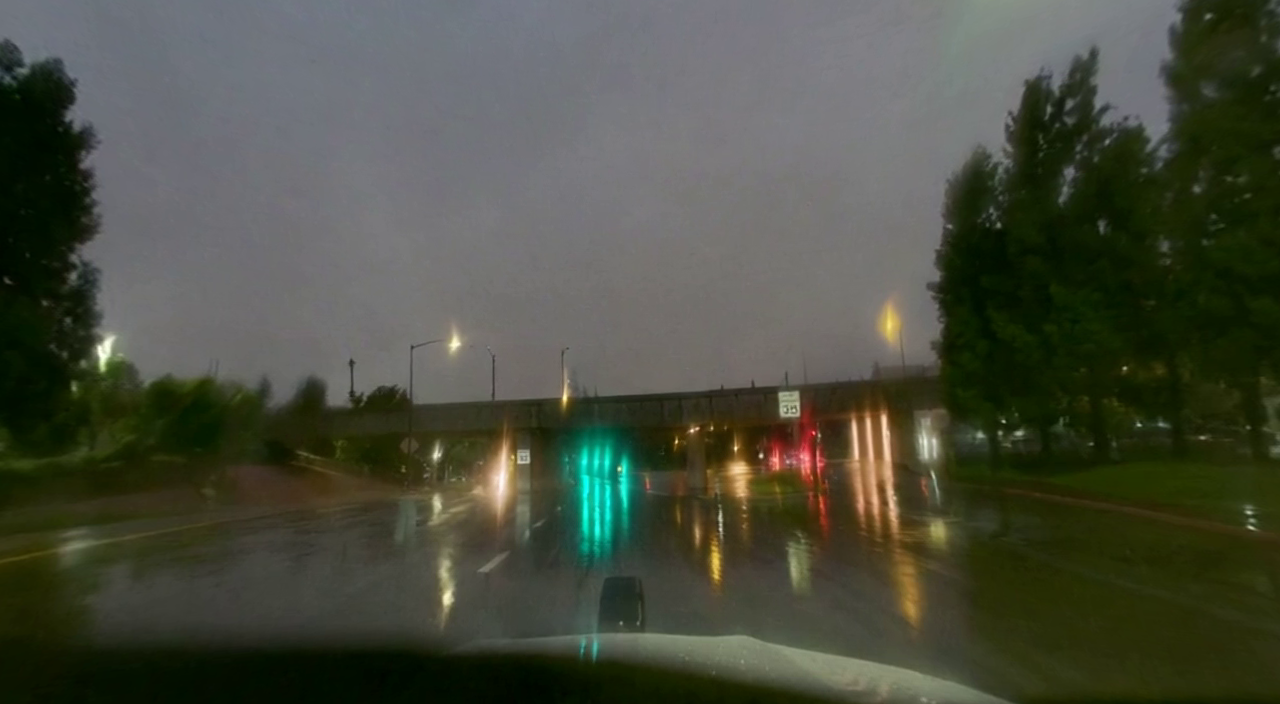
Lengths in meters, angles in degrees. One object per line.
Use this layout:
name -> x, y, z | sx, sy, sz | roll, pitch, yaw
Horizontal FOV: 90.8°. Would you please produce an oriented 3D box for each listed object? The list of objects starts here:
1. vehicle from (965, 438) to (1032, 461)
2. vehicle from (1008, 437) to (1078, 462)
vehicle -> 24.545, 6.686, 43.407 | 1.931, 1.465, 4.207 | 1, -9, -4
vehicle -> 27.263, 6.580, 42.883 | 1.901, 1.525, 3.948 | 0, -7, -4
